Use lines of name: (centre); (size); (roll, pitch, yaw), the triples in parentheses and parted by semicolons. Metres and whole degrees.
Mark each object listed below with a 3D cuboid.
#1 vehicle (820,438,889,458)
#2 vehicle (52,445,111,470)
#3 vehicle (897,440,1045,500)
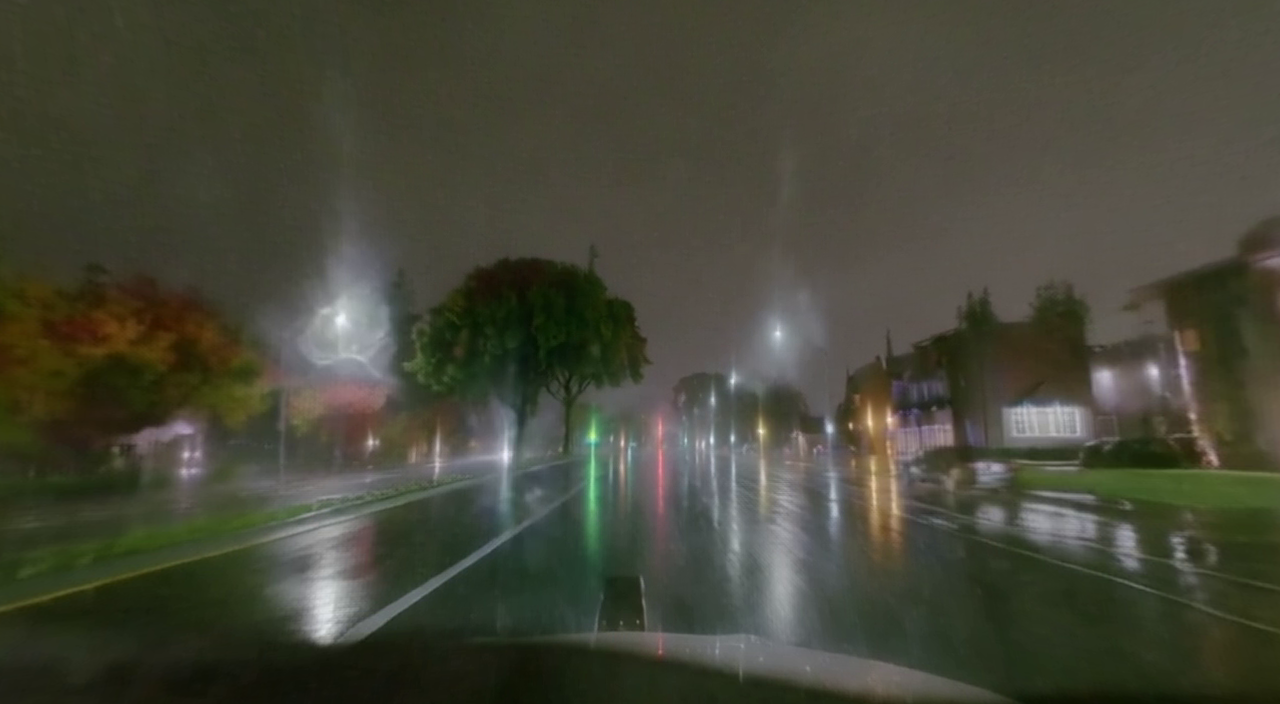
vehicle: (16.553, 7.431, 48.896); (4.592, 1.472, 2.009); (0, -9, 0)
vehicle: (-43.892, 8.235, 49.601); (4.783, 1.848, 2.139); (-6, -10, 34)
vehicle: (9.666, 3.455, 18.954); (2.076, 1.547, 4.398); (0, -9, 0)
